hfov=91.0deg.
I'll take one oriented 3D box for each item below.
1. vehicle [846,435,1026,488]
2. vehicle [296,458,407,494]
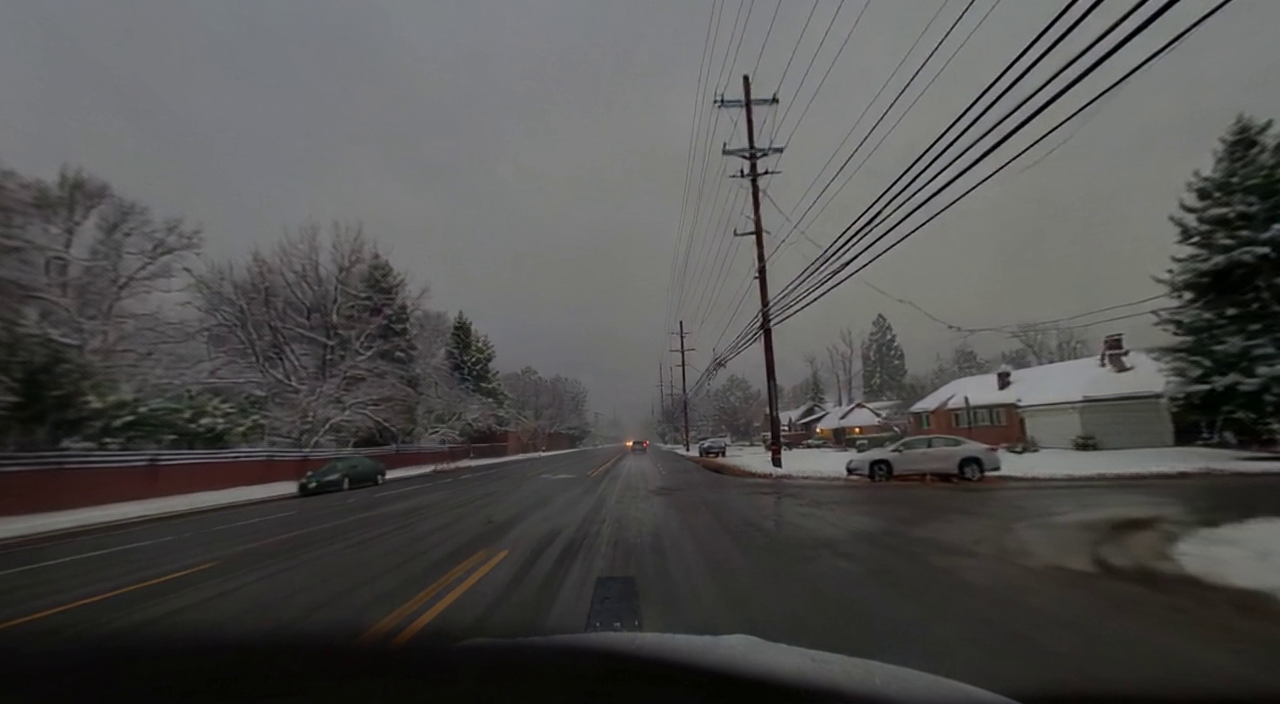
[{"bbox_3d":[8.754,3.274,19.014,4.487,1.461,1.874,-1,-9,8],"label":"vehicle"},{"bbox_3d":[-12.202,5.266,27.048,2.530,1.265,4.495,-1,-8,2],"label":"vehicle"}]
